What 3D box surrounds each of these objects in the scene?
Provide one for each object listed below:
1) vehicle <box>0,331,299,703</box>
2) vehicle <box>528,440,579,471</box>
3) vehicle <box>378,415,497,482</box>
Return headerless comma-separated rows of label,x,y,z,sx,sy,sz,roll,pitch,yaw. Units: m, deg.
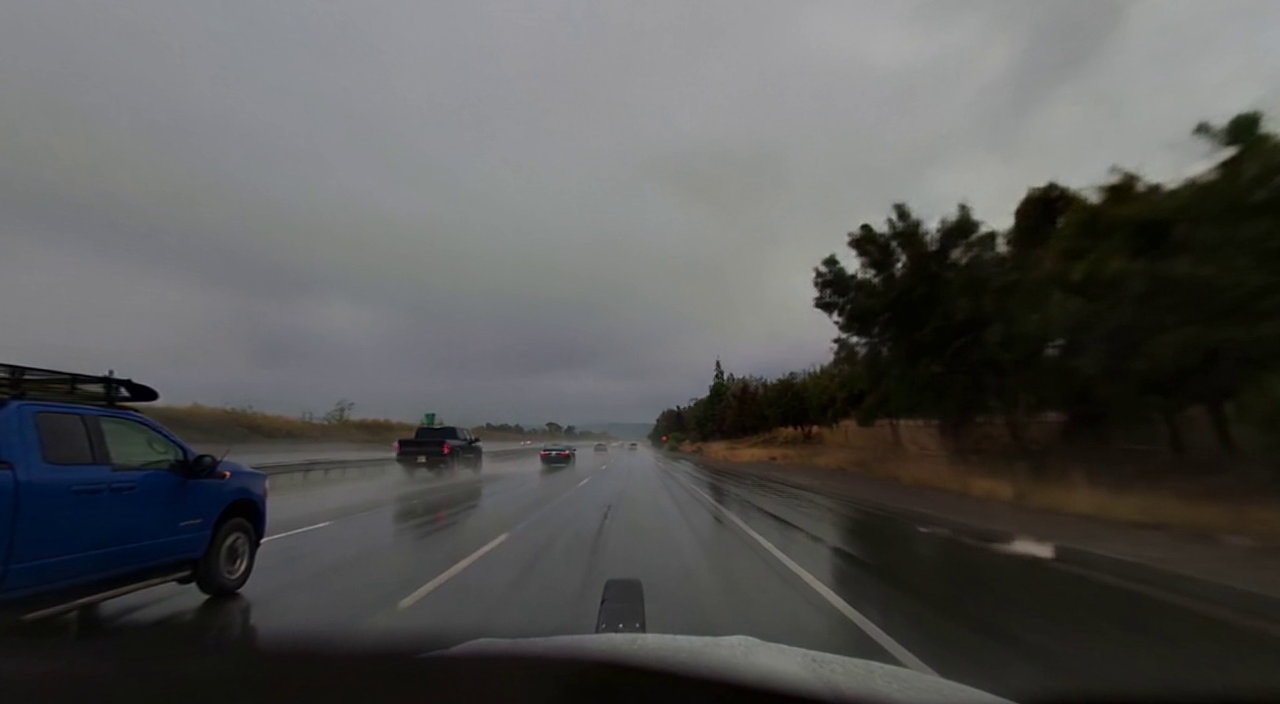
vehicle,-4.004,0.792,2.686,2.200,1.807,5.041,0,-9,1
vehicle,-4.391,5.356,32.696,2.012,1.509,4.359,0,-9,1
vehicle,-7.563,3.715,24.415,2.594,2.254,6.028,0,-9,0
